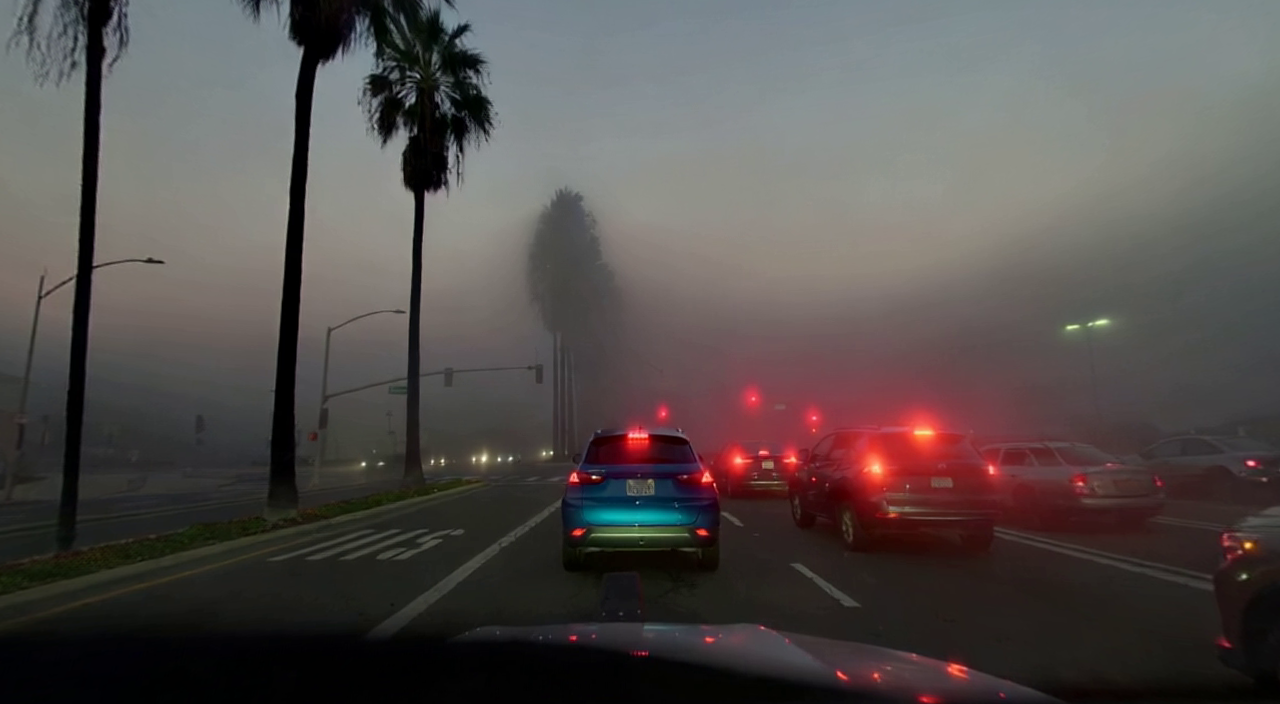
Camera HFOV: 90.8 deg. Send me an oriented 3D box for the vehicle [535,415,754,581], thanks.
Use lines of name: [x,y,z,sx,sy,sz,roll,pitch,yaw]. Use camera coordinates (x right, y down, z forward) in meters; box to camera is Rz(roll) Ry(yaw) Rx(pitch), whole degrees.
vehicle: [0.023,1.709,8.116,2.083,1.572,4.021,0,-9,-1]

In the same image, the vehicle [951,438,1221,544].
vehicle: [7.365,2.290,11.058,1.832,1.477,3.981,0,-9,1]

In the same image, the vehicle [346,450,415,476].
vehicle: [-15.999,6.864,39.241,2.021,1.464,4.505,-1,-9,6]

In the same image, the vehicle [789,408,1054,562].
vehicle: [3.667,1.815,9.251,1.947,1.725,4.159,0,-9,0]

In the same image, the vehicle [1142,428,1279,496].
vehicle: [18.046,3.200,18.503,4.786,1.848,2.107,0,-9,-1]
